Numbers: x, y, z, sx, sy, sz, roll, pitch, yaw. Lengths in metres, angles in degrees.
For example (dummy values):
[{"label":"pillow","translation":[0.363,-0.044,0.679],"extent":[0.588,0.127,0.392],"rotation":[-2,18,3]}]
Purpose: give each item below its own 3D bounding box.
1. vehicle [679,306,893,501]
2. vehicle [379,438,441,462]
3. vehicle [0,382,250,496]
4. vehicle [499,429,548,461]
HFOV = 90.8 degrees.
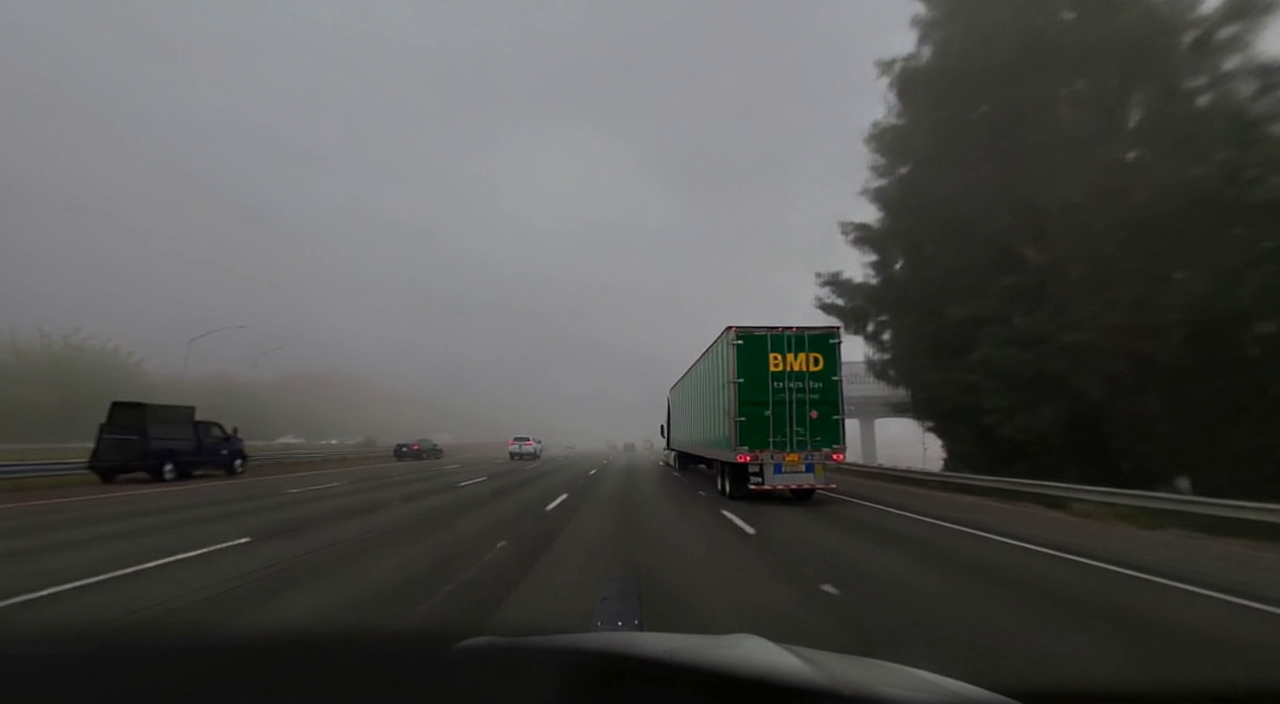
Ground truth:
[{"label":"vehicle","translation":[3.375,2.092,20.255],"extent":[2.891,3.944,15.051],"rotation":[0,-8,-2]},{"label":"vehicle","translation":[-14.105,6.043,39.026],"extent":[2.067,1.398,4.863],"rotation":[0,-8,-1]},{"label":"vehicle","translation":[-13.990,2.415,17.493],"extent":[2.307,2.571,6.260],"rotation":[0,-8,0]},{"label":"vehicle","translation":[-7.400,5.987,40.611],"extent":[2.100,1.905,5.119],"rotation":[0,-8,0]}]
